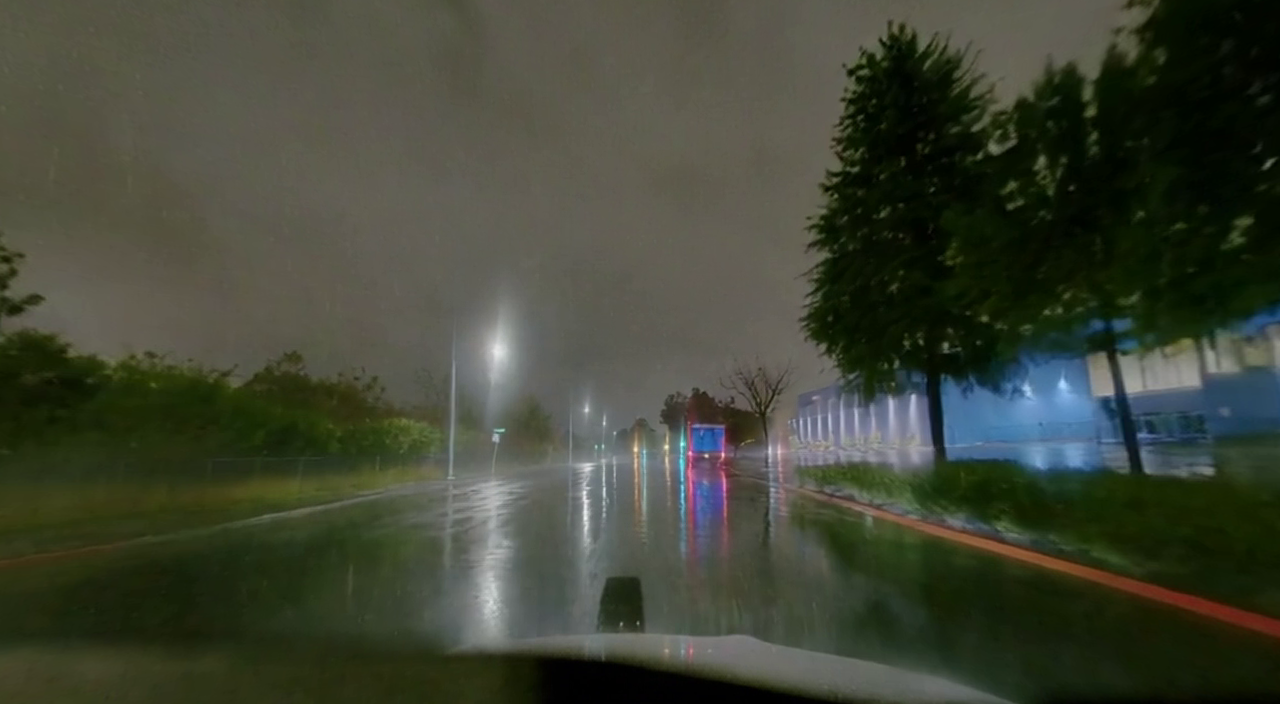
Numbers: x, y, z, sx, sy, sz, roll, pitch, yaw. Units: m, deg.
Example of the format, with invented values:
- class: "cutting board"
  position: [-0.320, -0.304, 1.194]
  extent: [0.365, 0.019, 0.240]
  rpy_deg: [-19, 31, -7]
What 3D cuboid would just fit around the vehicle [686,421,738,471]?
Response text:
- class: "vehicle"
  position: [4.977, 6.677, 44.900]
  extent: [3.019, 3.303, 6.252]
  rpy_deg: [0, -8, 1]
